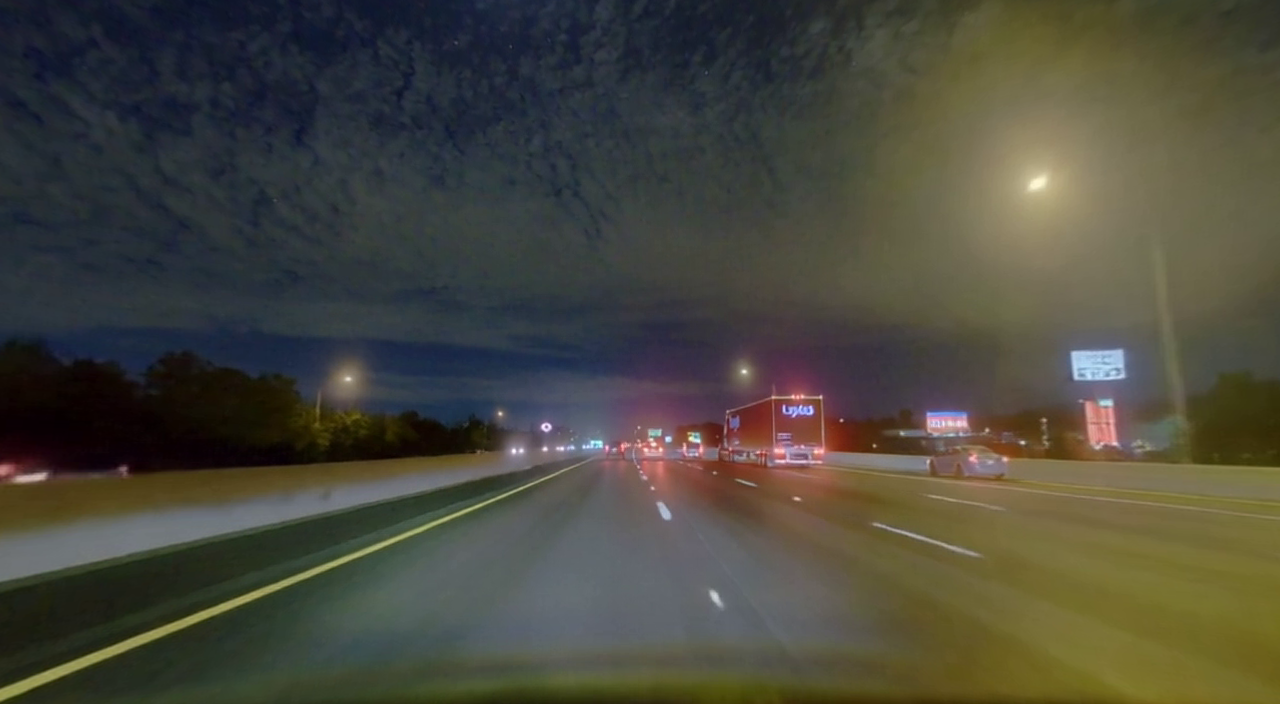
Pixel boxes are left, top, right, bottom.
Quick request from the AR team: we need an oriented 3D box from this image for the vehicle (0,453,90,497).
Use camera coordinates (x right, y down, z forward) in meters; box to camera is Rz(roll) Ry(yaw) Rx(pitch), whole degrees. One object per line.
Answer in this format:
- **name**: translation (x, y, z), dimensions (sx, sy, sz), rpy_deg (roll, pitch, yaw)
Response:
- **vehicle**: translation (-25.088, 4.876, 25.272), dimensions (1.942, 1.579, 4.642), rpy_deg (0, -9, 0)

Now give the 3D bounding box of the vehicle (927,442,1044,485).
- **vehicle**: translation (13.074, 4.219, 24.276), dimensions (1.862, 1.462, 4.459), rpy_deg (0, -9, -1)

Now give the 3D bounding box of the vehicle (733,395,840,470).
- **vehicle**: translation (9.233, 5.645, 42.990), dimensions (2.892, 4.128, 16.495), rpy_deg (0, -9, -2)
